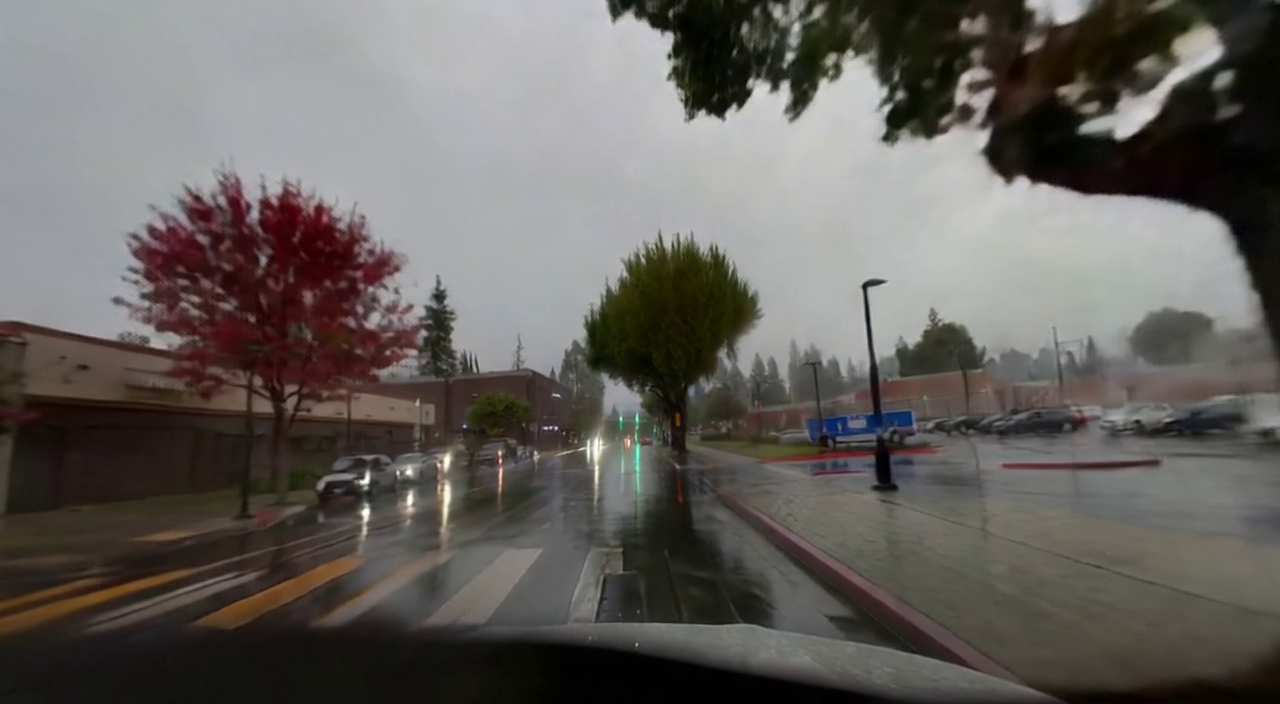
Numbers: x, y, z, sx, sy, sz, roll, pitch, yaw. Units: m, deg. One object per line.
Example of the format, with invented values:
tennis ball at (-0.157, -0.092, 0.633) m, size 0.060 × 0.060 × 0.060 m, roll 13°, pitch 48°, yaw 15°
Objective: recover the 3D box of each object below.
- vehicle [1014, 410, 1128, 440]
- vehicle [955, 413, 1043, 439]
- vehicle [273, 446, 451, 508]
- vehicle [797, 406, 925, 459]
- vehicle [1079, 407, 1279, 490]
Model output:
vehicle at (23.166, 3.971, 33.953) m, size 4.746 × 1.536 × 1.914 m, roll 0°, pitch -8°, yaw 0°
vehicle at (23.673, 4.892, 41.613) m, size 4.521 × 1.634 × 1.996 m, roll 0°, pitch -8°, yaw 0°
vehicle at (-8.676, 3.903, 19.955) m, size 1.879 × 1.543 × 4.778 m, roll -12°, pitch -13°, yaw 43°
vehicle at (10.958, 4.006, 31.522) m, size 5.453 × 1.794 × 2.011 m, roll -8°, pitch -6°, yaw -2°
vehicle at (11.780, 1.996, 13.150) m, size 1.950 × 1.429 × 4.589 m, roll 0°, pitch -8°, yaw 1°
